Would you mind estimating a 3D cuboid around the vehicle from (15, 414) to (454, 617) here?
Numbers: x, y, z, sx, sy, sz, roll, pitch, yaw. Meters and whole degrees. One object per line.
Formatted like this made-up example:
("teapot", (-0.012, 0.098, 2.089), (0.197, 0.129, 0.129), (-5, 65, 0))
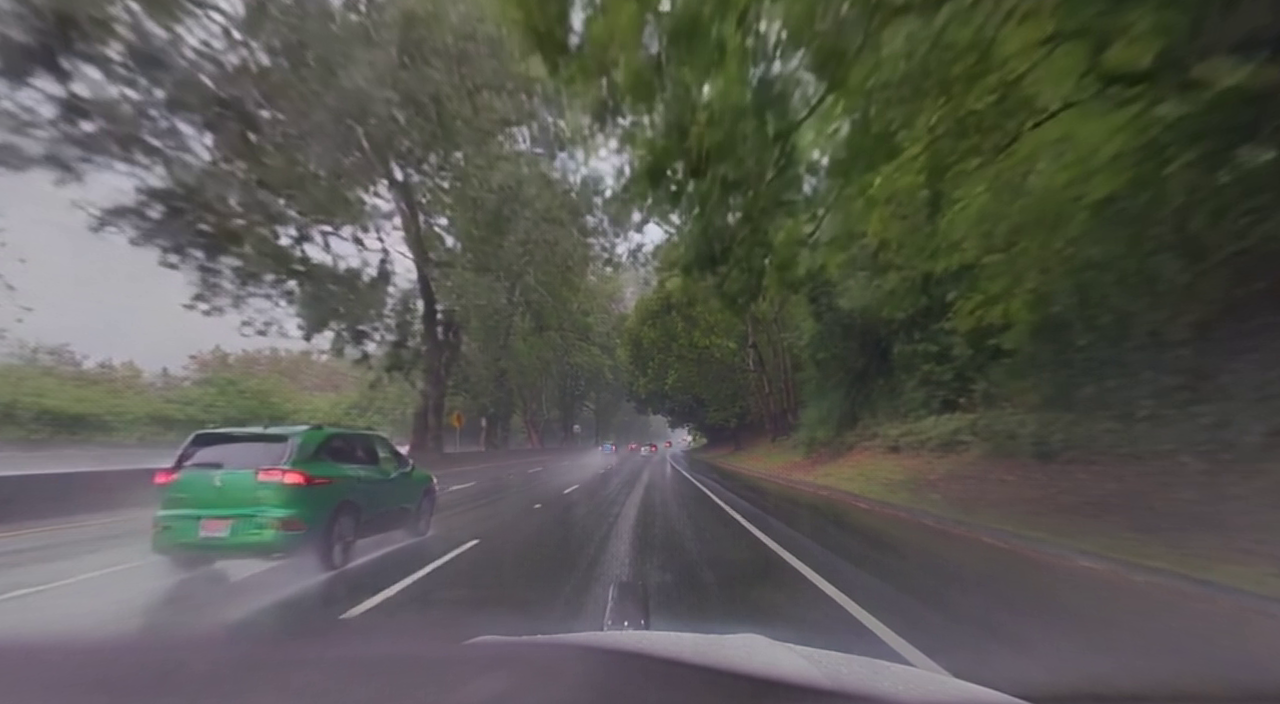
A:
("vehicle", (-3.763, 1.563, 7.006), (1.993, 1.538, 4.192), (0, -8, 2))
